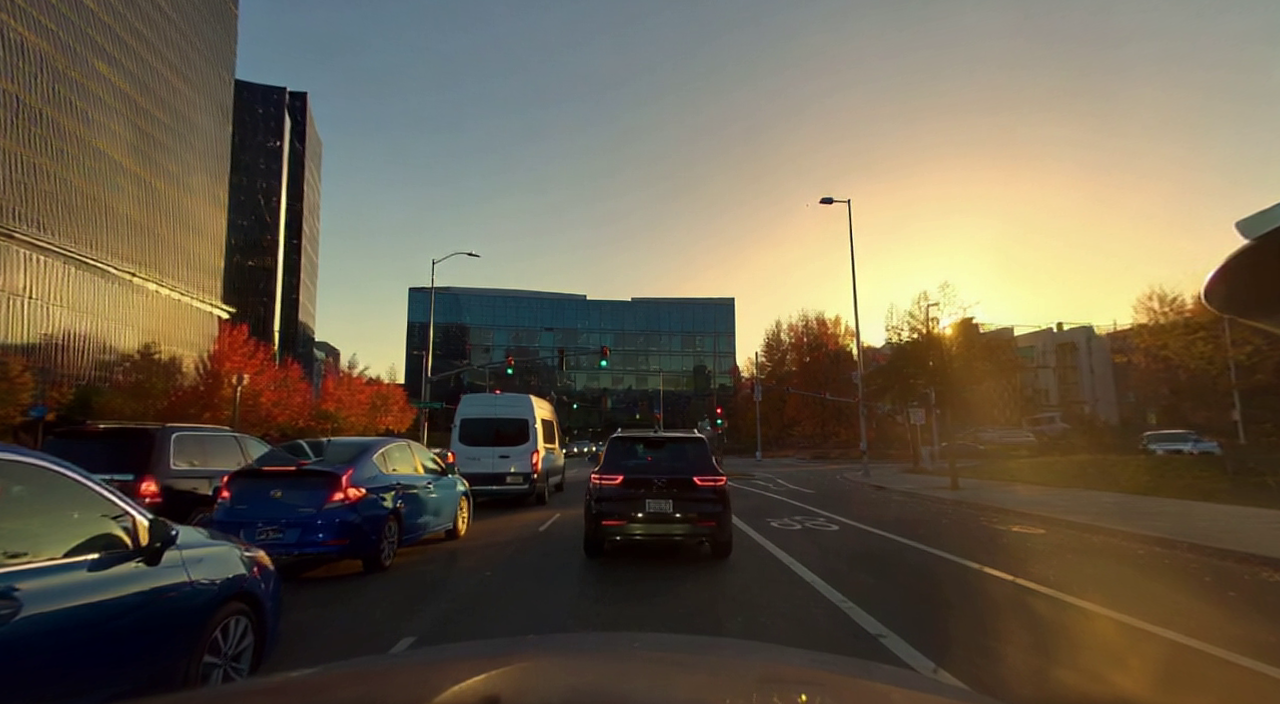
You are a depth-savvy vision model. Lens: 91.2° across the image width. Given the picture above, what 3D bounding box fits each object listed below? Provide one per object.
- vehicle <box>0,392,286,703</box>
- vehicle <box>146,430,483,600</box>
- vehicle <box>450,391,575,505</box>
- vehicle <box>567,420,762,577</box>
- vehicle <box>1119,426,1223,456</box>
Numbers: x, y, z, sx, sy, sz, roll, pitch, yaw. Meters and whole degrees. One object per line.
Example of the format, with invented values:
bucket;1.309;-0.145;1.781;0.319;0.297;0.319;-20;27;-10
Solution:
vehicle;-2.903;0.820;1.525;1.893;1.491;3.798;0;-9;-1
vehicle;-3.486;1.809;7.845;1.955;1.499;4.223;0;-9;0
vehicle;-3.273;2.675;17.565;2.343;2.635;5.684;0;-9;0
vehicle;0.189;1.775;8.247;1.979;1.562;3.630;0;-9;-2
vehicle;28.543;4.827;33.918;1.762;1.487;4.488;-1;-9;1
